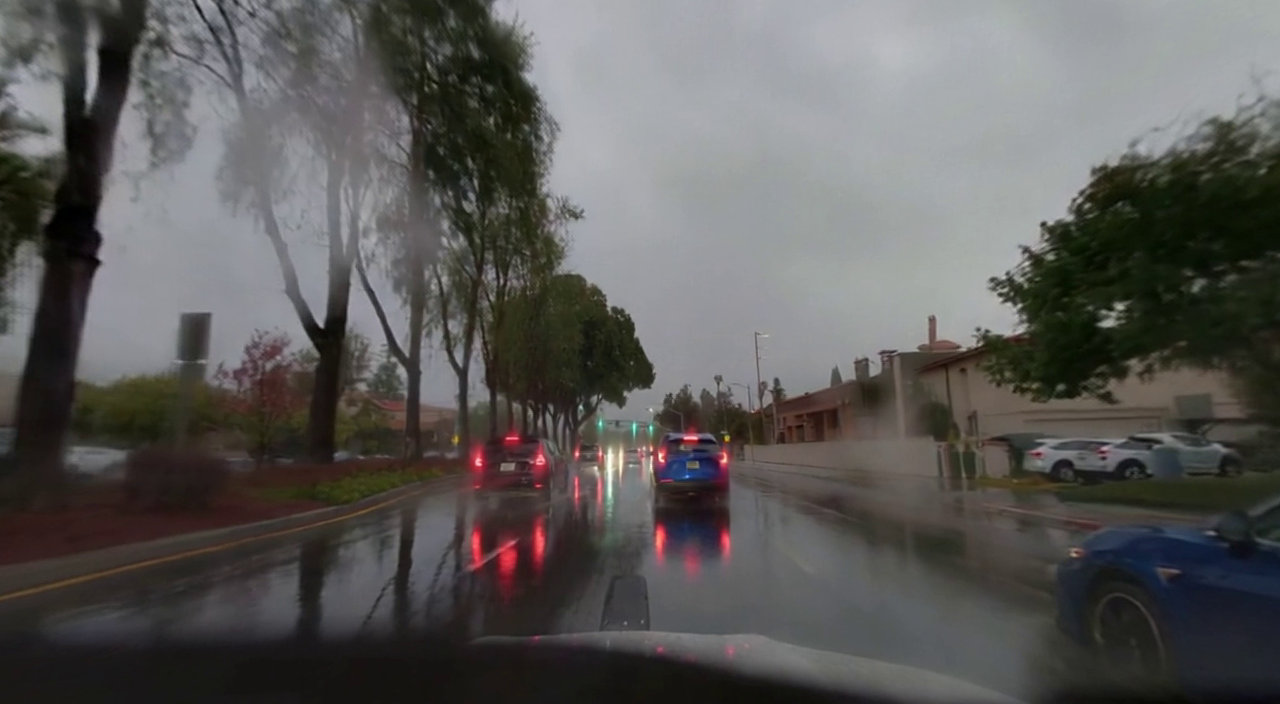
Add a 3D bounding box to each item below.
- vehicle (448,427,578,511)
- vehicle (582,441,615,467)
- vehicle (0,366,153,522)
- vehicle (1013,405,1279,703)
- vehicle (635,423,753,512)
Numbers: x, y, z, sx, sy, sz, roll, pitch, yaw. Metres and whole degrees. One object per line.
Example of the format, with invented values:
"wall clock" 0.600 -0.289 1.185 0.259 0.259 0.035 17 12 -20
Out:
"vehicle" -2.802 2.736 15.128 2.043 1.687 4.676 0 -9 1
"vehicle" -2.880 7.205 44.513 2.014 1.755 4.360 0 -9 1
"vehicle" -15.123 1.789 12.351 2.901 3.276 9.720 0 -9 3
"vehicle" 3.580 0.887 1.999 2.017 1.491 4.611 0 -9 1
"vehicle" 1.062 2.660 14.859 2.280 1.747 4.361 1 -9 -2
